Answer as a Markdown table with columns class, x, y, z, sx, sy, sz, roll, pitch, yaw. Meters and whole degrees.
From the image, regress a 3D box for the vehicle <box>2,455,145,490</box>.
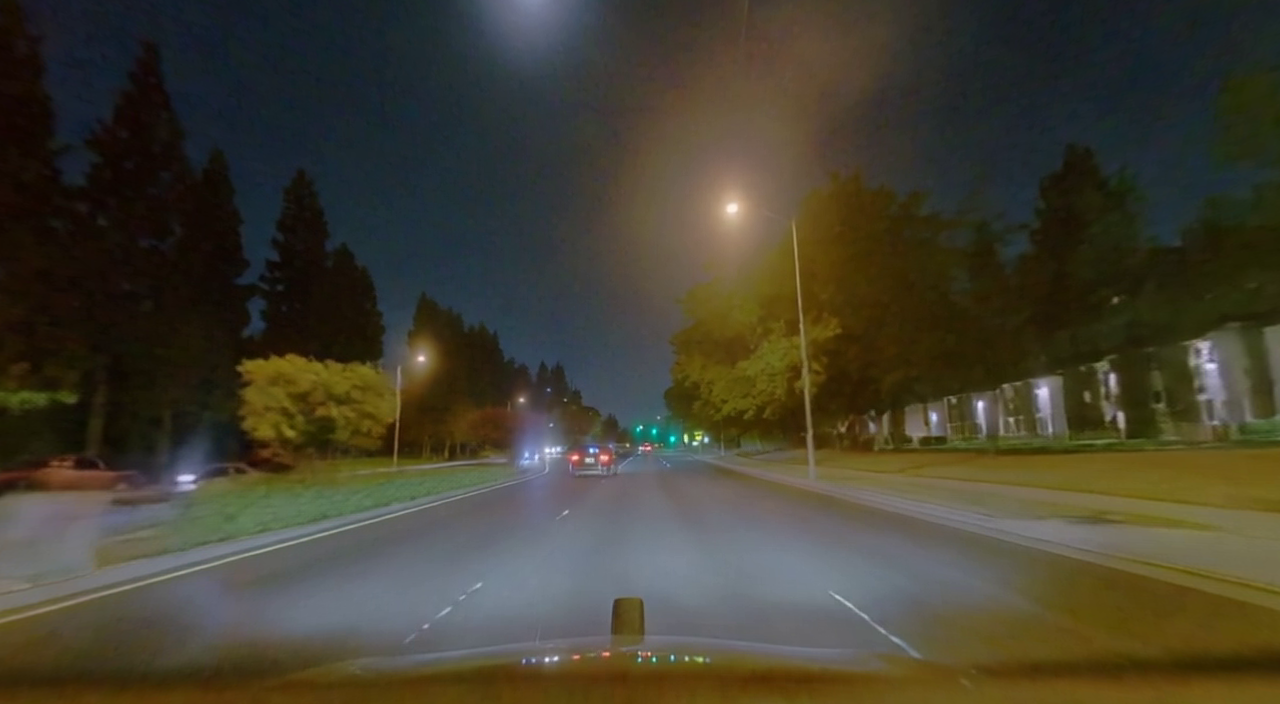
| class | x | y | z | sx | sy | sz | roll | pitch | yaw |
| --- | --- | --- | --- | --- | --- | --- | --- | --- | --- |
| vehicle | -26.401 | 5.615 | 29.487 | 4.586 | 1.492 | 1.884 | 1 | -9 | -7 |

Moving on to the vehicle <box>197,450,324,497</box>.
| class | x | y | z | sx | sy | sz | roll | pitch | yaw |
| --- | --- | --- | --- | --- | --- | --- | --- | --- | --- |
| vehicle | -13.643 | 4.356 | 23.012 | 1.939 | 1.537 | 4.269 | 0 | -9 | 0 |

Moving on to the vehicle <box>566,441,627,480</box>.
| class | x | y | z | sx | sy | sz | roll | pitch | yaw |
| --- | --- | --- | --- | --- | --- | --- | --- | --- | --- |
| vehicle | -1.787 | 4.685 | 27.400 | 2.106 | 1.517 | 4.375 | 0 | -9 | 3 |
